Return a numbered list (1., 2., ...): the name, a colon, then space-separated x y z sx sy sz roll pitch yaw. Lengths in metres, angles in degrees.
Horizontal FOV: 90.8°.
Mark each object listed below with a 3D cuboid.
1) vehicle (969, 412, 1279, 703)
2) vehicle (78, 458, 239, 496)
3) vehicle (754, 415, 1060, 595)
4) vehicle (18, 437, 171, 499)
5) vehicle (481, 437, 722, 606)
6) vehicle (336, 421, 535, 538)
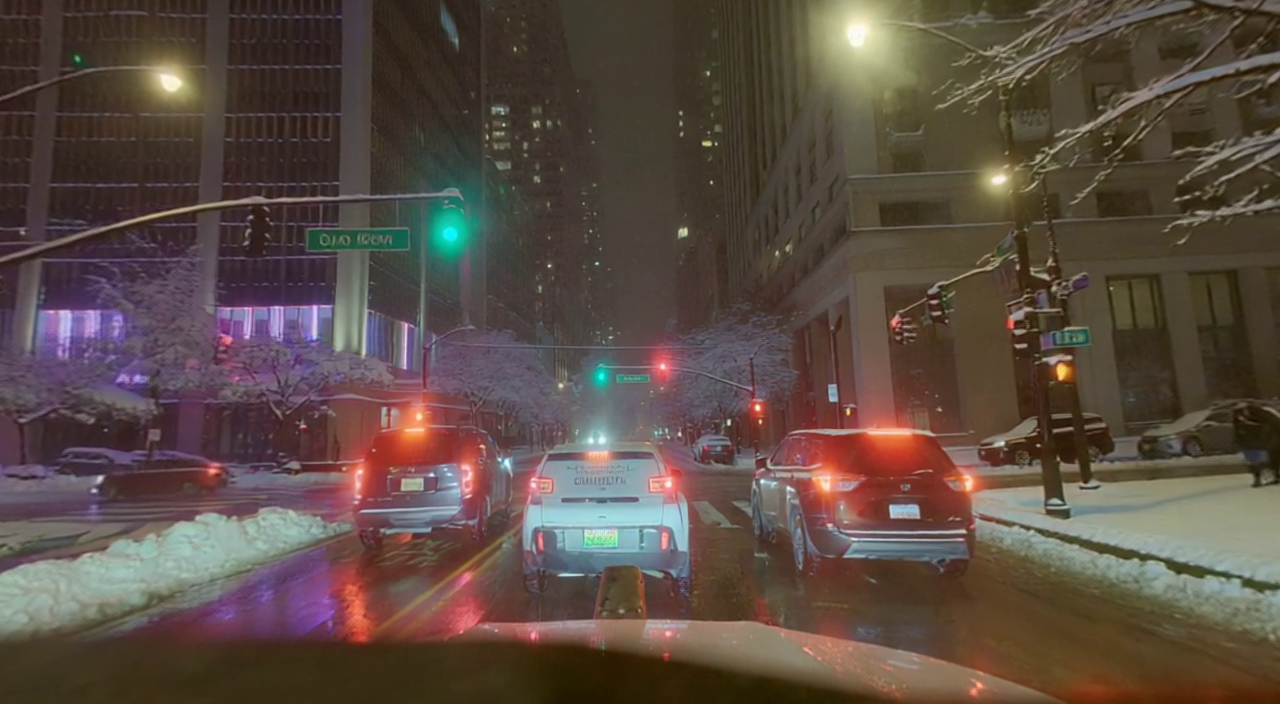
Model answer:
1. vehicle: 2.743 0.806 1.113 1.902 1.454 4.540 0 -8 0
2. vehicle: -20.228 5.249 26.709 5.153 1.449 1.966 0 -8 0
3. vehicle: 3.042 1.847 8.619 2.072 1.735 4.759 0 -8 0
4. vehicle: -30.873 6.519 35.930 5.896 3.276 2.809 1 -8 1
5. vehicle: -0.362 1.786 7.640 2.092 1.454 4.132 0 -8 -1
6. vehicle: -3.689 2.412 12.691 2.190 1.840 5.272 0 -8 0
